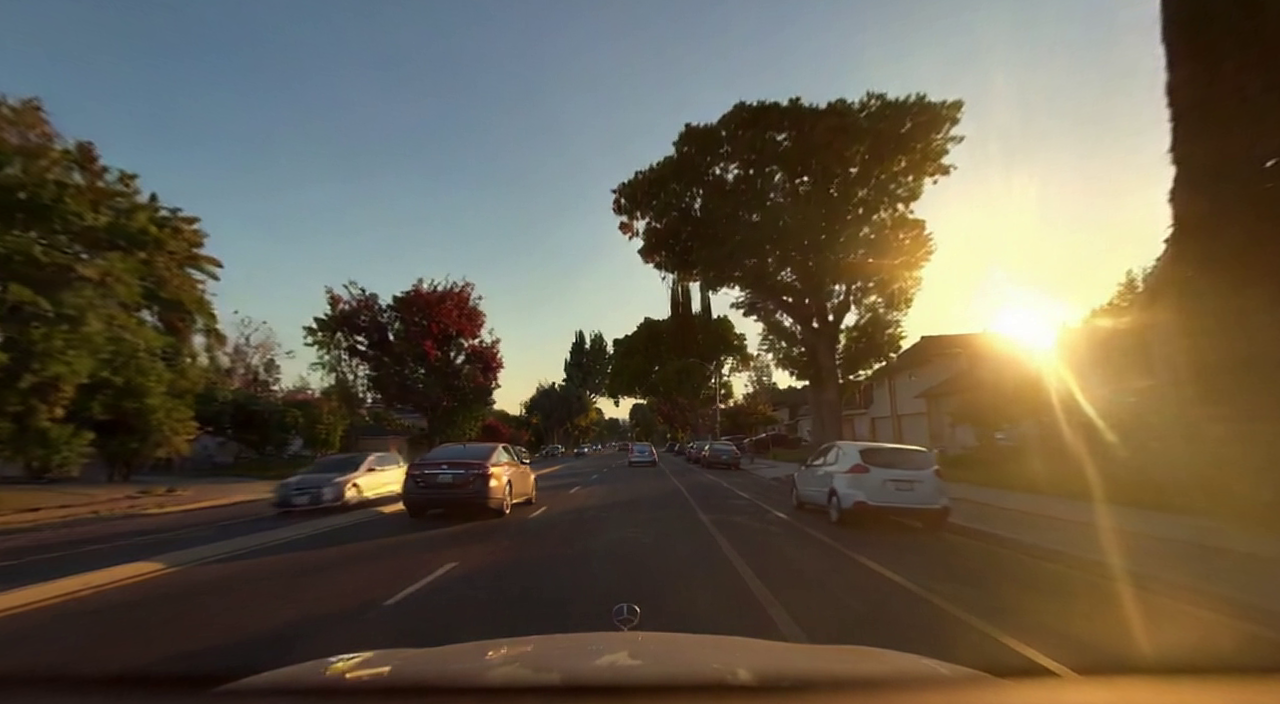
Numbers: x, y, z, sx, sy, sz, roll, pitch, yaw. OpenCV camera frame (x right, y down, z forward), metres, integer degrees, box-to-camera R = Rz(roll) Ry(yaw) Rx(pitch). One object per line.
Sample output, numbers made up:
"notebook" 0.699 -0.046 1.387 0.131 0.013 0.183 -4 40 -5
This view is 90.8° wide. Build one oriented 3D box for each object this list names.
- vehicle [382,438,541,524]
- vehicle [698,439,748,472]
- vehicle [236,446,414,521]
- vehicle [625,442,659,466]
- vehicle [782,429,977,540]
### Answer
"vehicle" -3.474 2.585 13.314 2.027 1.477 4.413 0 -8 0
"vehicle" 4.504 5.707 35.083 2.045 1.702 4.916 0 -8 -1
"vehicle" -7.249 3.027 15.165 1.957 1.488 4.264 -1 -8 2
"vehicle" 0.180 6.589 41.088 2.088 1.495 4.048 0 -8 1
"vehicle" 3.941 2.225 11.266 1.897 1.589 4.053 0 -8 0
